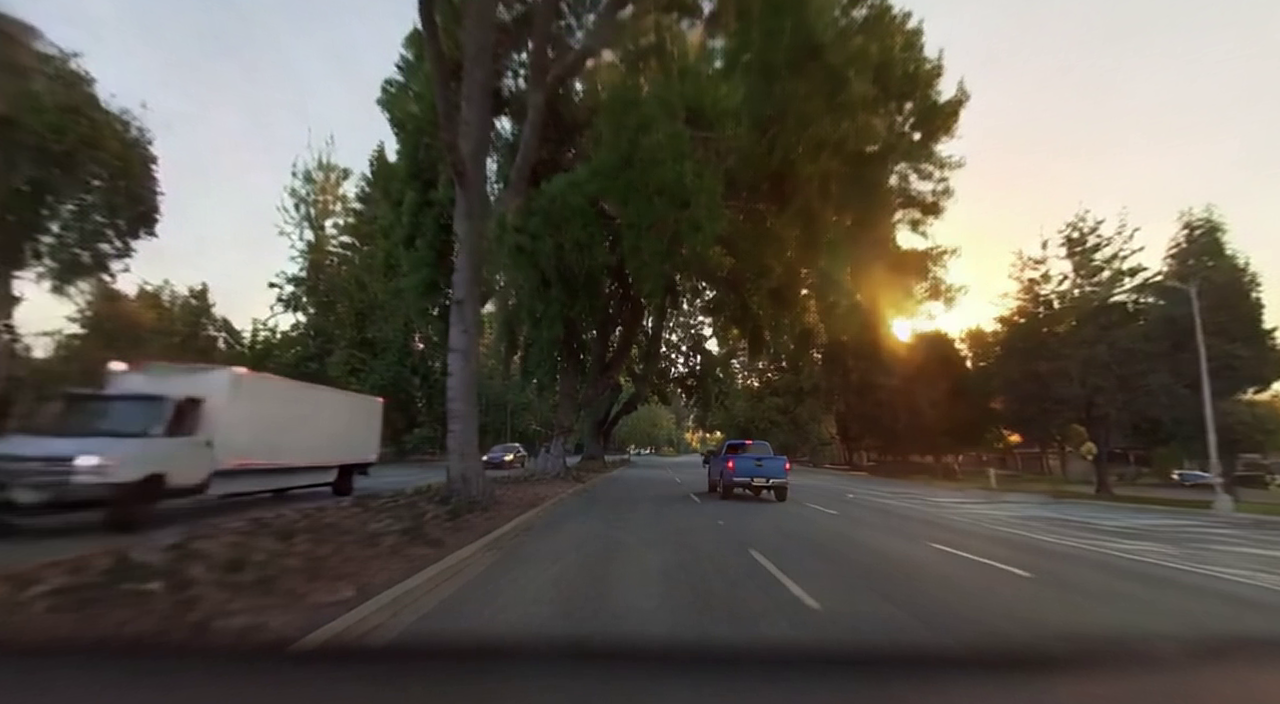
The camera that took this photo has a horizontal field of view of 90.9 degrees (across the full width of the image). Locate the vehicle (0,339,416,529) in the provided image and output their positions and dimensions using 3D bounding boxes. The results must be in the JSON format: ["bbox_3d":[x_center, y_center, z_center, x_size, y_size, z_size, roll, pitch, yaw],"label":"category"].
[{"bbox_3d":[-8.565,1.962,14.512,3.046,2.782,10.538,0,-9,-1],"label":"vehicle"}]

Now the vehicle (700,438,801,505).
[{"bbox_3d":[3.065,3.422,18.560,2.108,1.712,4.616,0,-9,-1],"label":"vehicle"}]
